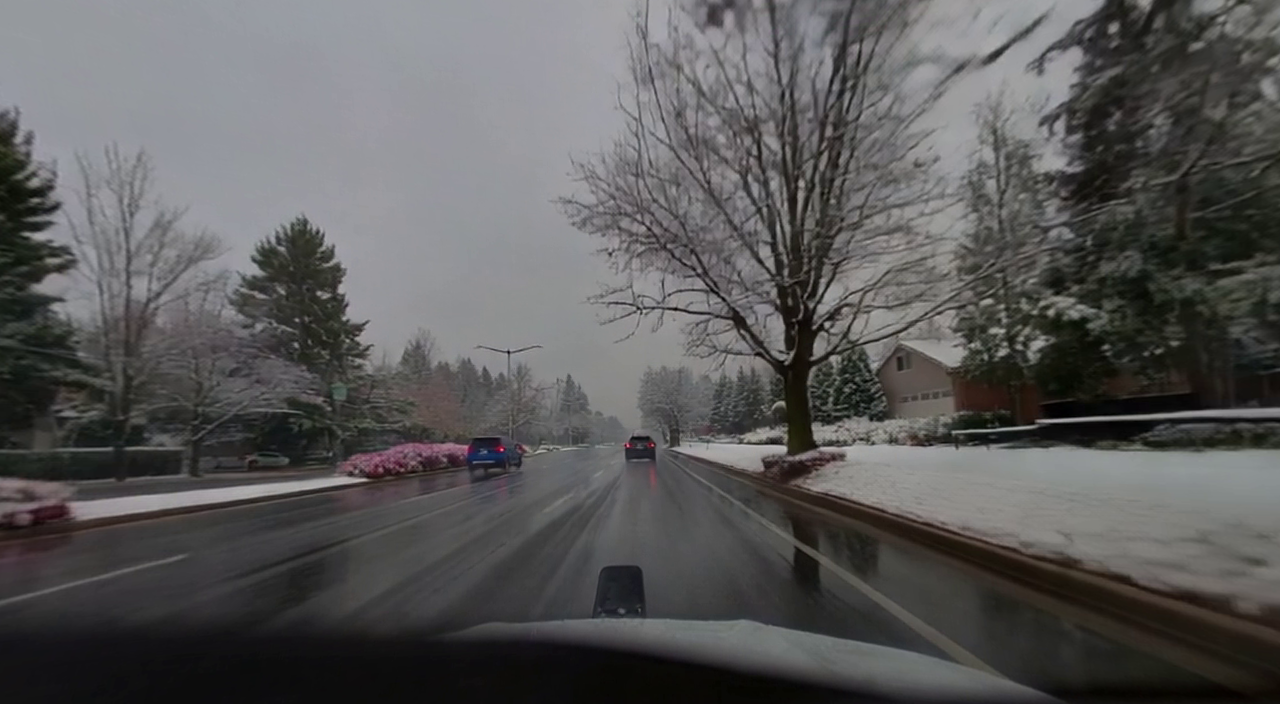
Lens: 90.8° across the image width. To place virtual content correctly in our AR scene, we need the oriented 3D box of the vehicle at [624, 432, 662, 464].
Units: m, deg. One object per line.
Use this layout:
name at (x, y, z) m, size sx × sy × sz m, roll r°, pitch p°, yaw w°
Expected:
vehicle at (0.203, 5.616, 37.056) m, size 2.070 × 1.764 × 4.552 m, roll -1°, pitch -8°, yaw 1°

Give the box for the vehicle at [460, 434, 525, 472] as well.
vehicle at (-6.971, 4.815, 30.386) m, size 1.993 × 1.657 × 4.487 m, roll -1°, pitch -8°, yaw 1°
